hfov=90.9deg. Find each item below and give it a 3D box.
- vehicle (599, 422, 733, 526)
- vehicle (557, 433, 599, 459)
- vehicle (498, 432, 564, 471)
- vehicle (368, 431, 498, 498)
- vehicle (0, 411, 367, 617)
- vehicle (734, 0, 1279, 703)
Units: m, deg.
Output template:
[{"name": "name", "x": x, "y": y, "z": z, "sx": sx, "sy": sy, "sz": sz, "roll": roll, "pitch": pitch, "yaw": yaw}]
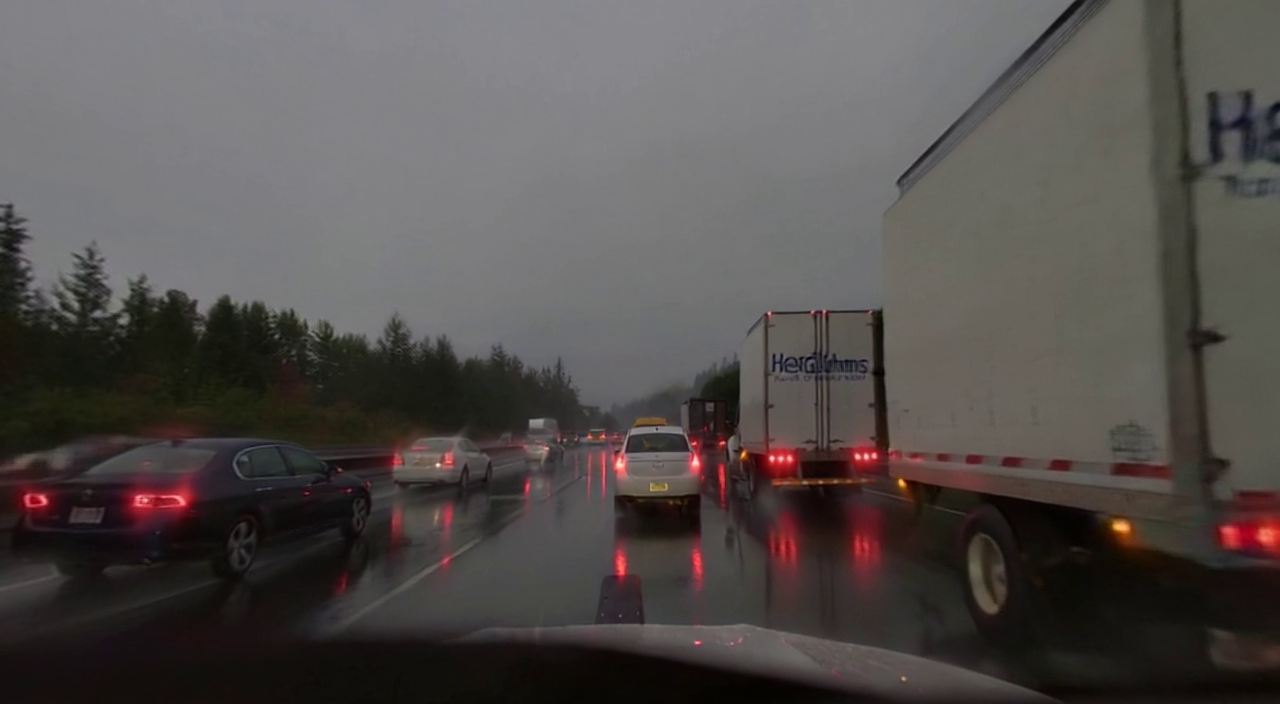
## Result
[{"name": "vehicle", "x": 0.351, "y": 2.040, "z": 11.111, "sx": 1.973, "sy": 1.505, "sz": 3.568, "roll": 0, "pitch": -8, "yaw": -1}, {"name": "vehicle", "x": -3.795, "y": 5.815, "z": 39.211, "sx": 2.005, "sy": 1.475, "sz": 4.466, "roll": 0, "pitch": -8, "yaw": 2}, {"name": "vehicle", "x": -4.509, "y": 4.155, "z": 26.731, "sx": 1.887, "sy": 1.493, "sz": 4.411, "roll": 0, "pitch": -8, "yaw": 1}, {"name": "vehicle", "x": -5.025, "y": 2.747, "z": 15.940, "sx": 1.880, "sy": 1.458, "sz": 3.978, "roll": 0, "pitch": -8, "yaw": 1}, {"name": "vehicle", "x": -4.583, "y": 1.455, "z": 6.572, "sx": 1.821, "sy": 1.514, "sz": 3.677, "roll": 0, "pitch": -8, "yaw": 0}, {"name": "vehicle", "x": 4.034, "y": 0.604, "z": 9.898, "sx": 2.817, "sy": 3.989, "sz": 14.321, "roll": 0, "pitch": -8, "yaw": -1}]
